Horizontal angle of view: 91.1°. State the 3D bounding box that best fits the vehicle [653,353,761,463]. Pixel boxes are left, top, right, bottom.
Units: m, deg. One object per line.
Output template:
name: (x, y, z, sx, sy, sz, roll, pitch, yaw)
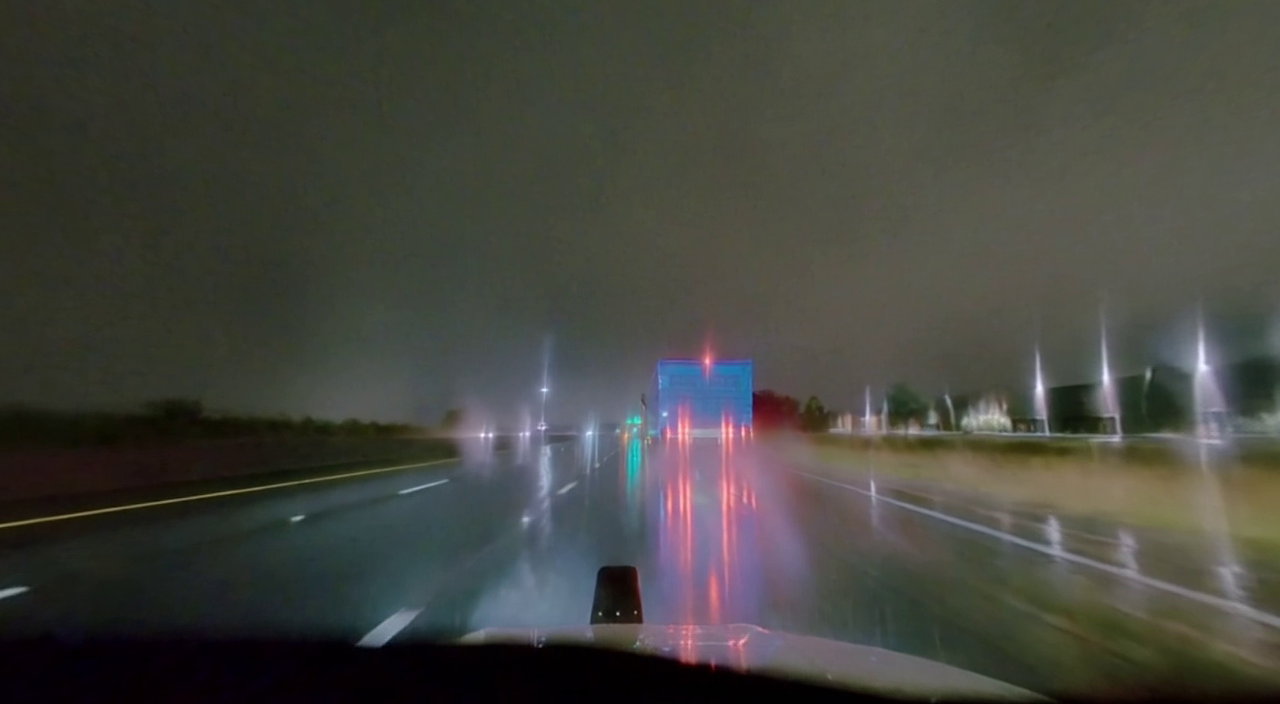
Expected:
vehicle: (2.362, 2.676, 27.274, 3.446, 3.698, 12.089, 0, -8, 0)
